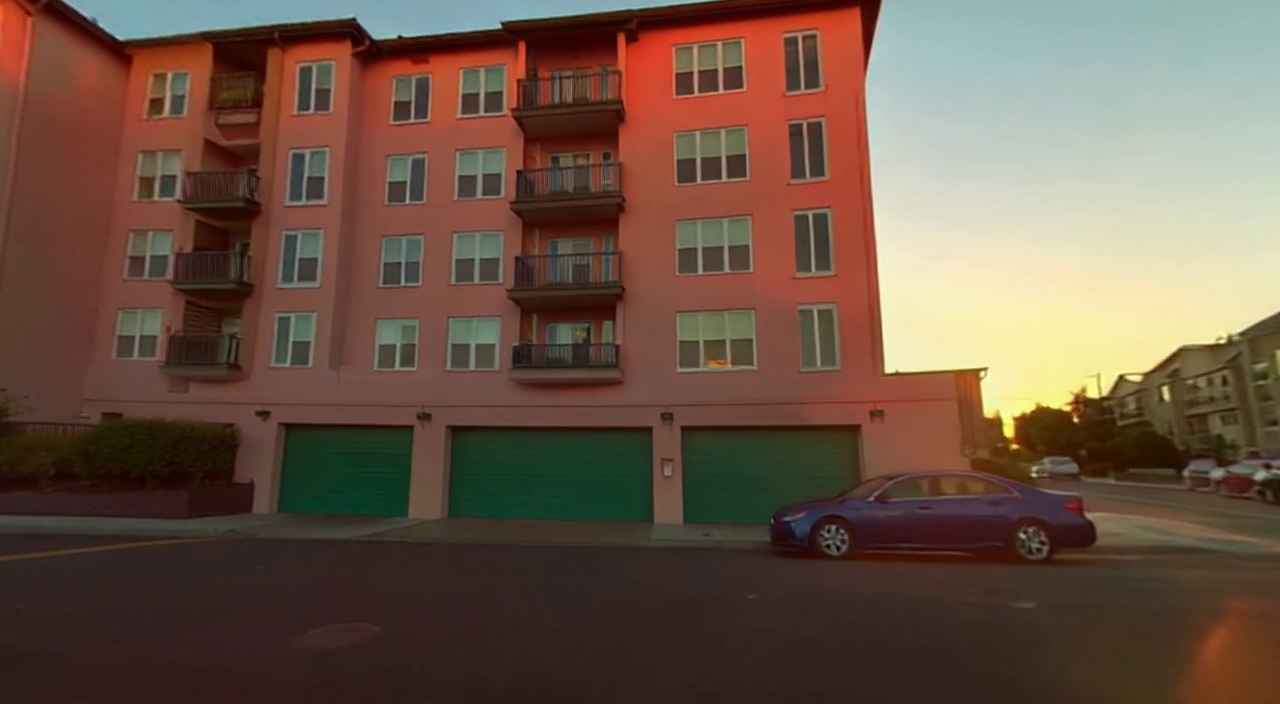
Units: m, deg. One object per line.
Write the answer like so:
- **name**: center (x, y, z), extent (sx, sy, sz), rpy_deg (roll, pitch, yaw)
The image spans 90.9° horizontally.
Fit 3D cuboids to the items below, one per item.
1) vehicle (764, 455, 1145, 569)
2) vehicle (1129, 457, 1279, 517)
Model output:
- **vehicle**: center (4.306, 2.280, 9.448), extent (4.697, 1.444, 1.825), rpy_deg (-1, -9, 8)
- **vehicle**: center (19.087, 4.326, 20.440), extent (4.438, 1.776, 2.182), rpy_deg (-2, -9, 9)
